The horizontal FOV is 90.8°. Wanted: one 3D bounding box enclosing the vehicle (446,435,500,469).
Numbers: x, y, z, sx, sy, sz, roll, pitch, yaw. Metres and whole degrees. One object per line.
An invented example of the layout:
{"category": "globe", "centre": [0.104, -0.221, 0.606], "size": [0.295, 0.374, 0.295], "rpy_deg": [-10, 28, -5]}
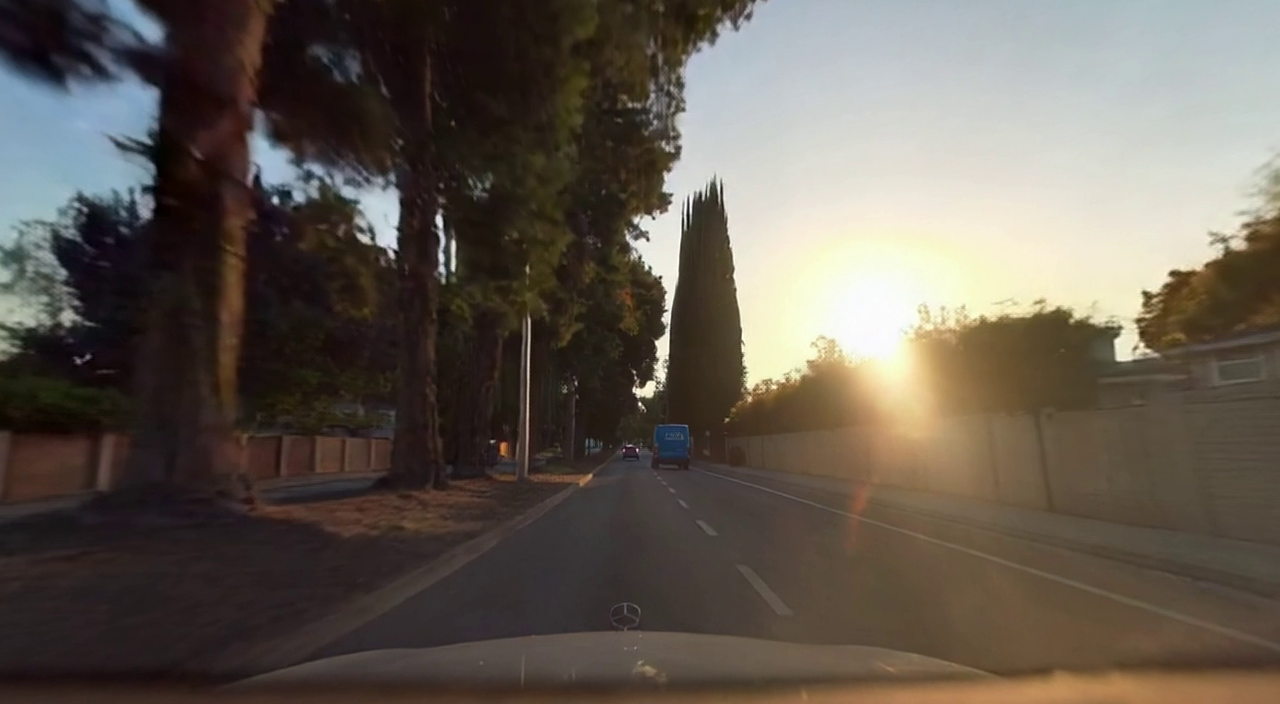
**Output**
{"category": "vehicle", "centre": [-12.344, 7.424, 47.219], "size": [2.418, 2.348, 5.867], "rpy_deg": [0, -8, 0]}
